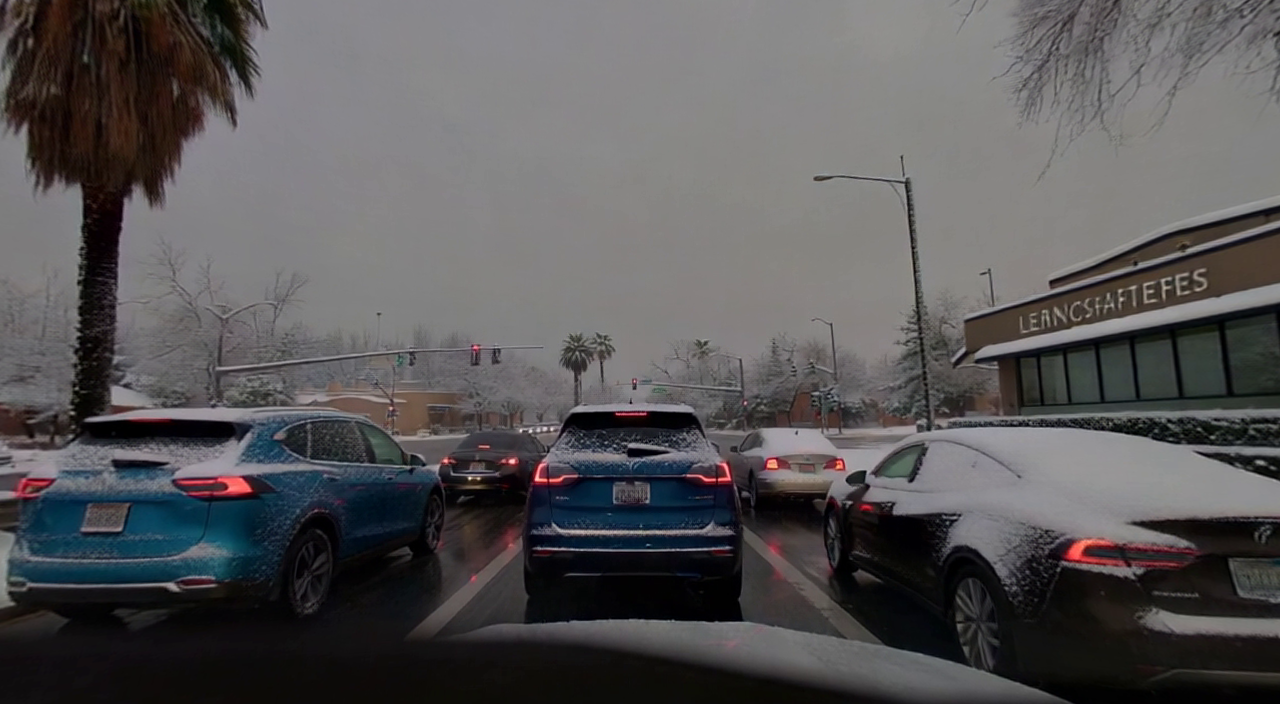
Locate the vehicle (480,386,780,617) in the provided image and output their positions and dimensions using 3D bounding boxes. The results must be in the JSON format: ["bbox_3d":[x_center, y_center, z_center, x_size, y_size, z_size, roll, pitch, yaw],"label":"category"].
[{"bbox_3d":[-0.138,1.459,7.069,2.280,1.747,4.361,0,-8,-2],"label":"vehicle"}]

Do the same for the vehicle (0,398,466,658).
[{"bbox_3d":[-3.353,1.378,6.053,2.014,1.534,4.455,0,-8,1],"label":"vehicle"}]

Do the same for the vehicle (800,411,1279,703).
[{"bbox_3d":[2.973,1.368,5.253,2.017,1.491,4.611,0,-8,-1],"label":"vehicle"}]
